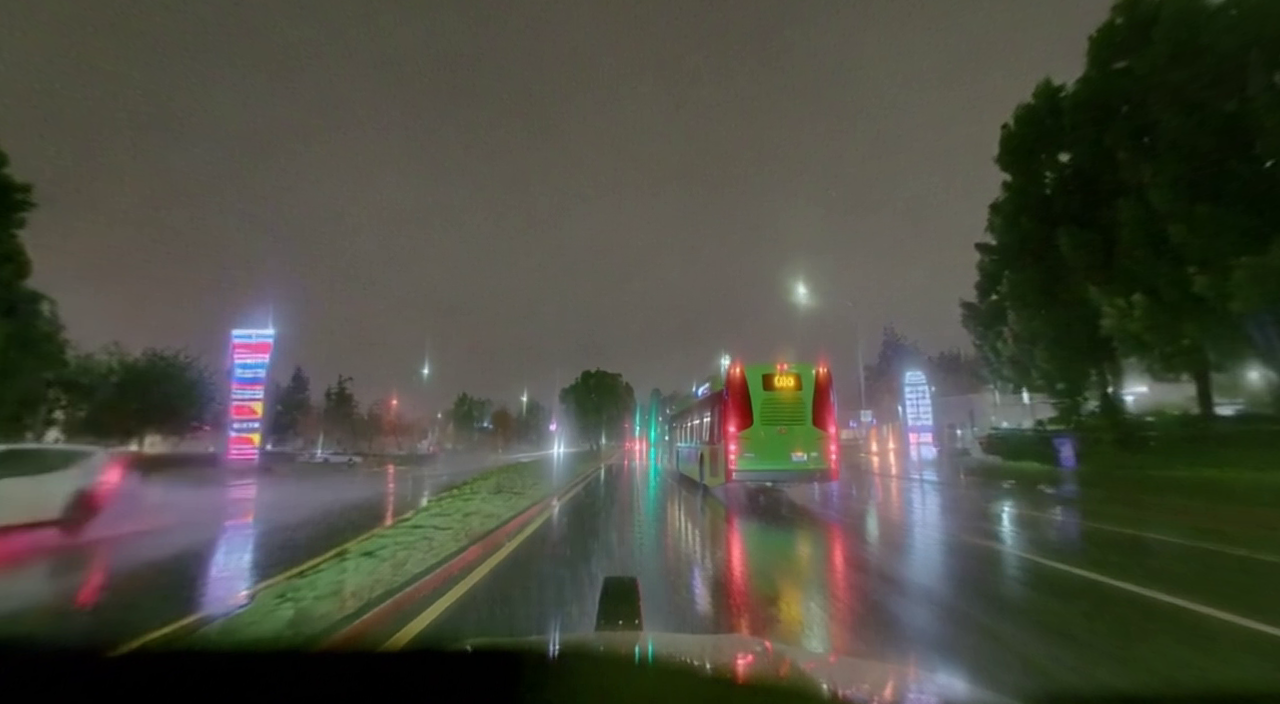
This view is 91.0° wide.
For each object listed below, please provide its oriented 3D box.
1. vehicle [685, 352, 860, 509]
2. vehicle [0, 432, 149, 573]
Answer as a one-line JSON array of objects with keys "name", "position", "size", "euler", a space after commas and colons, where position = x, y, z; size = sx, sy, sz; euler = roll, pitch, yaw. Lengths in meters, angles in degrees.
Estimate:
[{"name": "vehicle", "position": [3.110, 2.313, 17.965], "size": [2.766, 3.306, 9.281], "euler": [0, -8, -1]}, {"name": "vehicle", "position": [-8.661, 1.798, 7.558], "size": [2.170, 1.657, 4.327], "euler": [0, -8, -4]}]
